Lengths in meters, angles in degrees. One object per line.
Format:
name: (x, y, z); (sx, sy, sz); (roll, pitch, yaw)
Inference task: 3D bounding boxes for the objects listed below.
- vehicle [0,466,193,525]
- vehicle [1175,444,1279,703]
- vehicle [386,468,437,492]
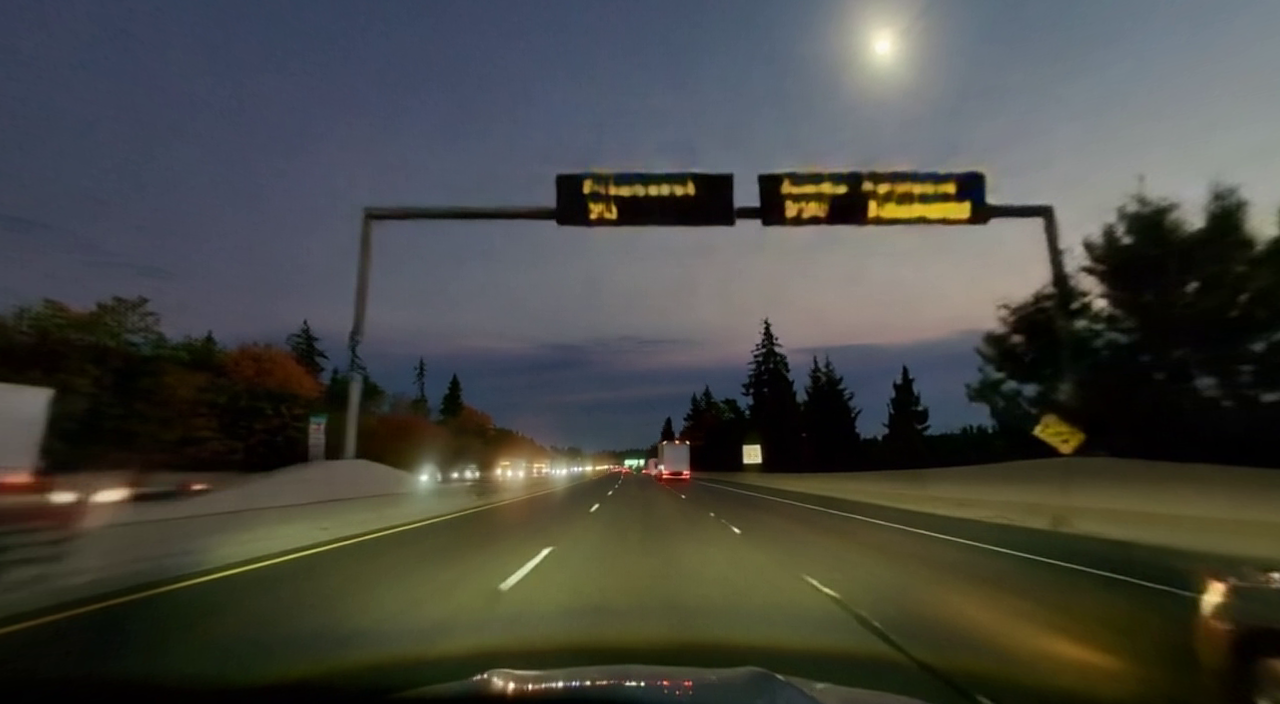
vehicle: (-15.494, 4.031, 18.135); (1.901, 1.453, 4.530); (1, -11, 0)
vehicle: (4.120, 0.876, 1.278); (2.051, 1.472, 4.547); (1, -11, 0)
vehicle: (-15.647, 8.783, 43.388); (1.822, 1.490, 4.560); (1, -11, 0)
